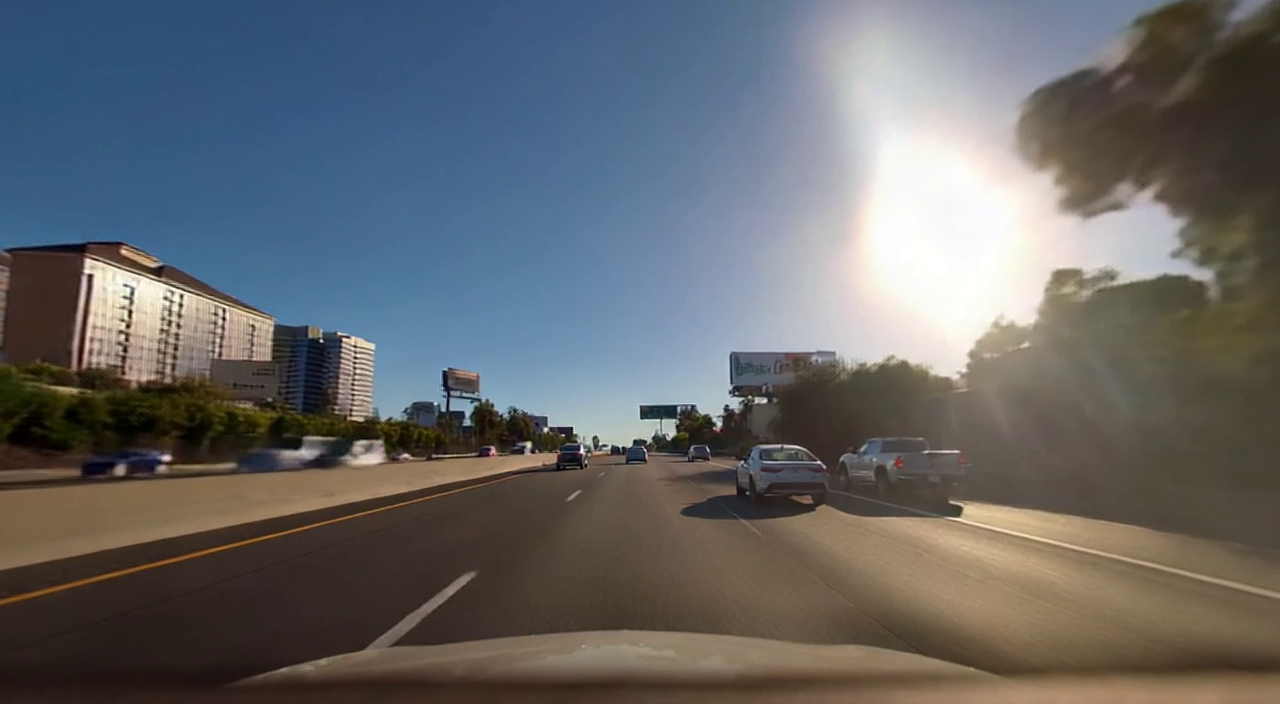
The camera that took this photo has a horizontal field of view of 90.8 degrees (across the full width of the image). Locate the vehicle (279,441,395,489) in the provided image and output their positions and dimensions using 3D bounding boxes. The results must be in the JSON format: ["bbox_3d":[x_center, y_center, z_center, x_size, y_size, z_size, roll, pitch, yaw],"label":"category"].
[{"bbox_3d":[-10.874,4.074,23.100,2.064,1.539,4.399,0,-9,0],"label":"vehicle"}]

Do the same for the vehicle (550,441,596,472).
[{"bbox_3d":[-3.957,6.290,38.292,2.256,1.756,4.745,0,-9,0],"label":"vehicle"}]

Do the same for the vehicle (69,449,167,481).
[{"bbox_3d":[-31.775,6.860,38.685,1.957,1.790,4.792,0,-9,-2],"label":"vehicle"}]

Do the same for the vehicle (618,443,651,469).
[{"bbox_3d":[-0.379,7.163,43.786,2.191,1.685,4.015,0,-9,0],"label":"vehicle"}]

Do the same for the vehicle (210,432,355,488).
[{"bbox_3d":[-14.585,4.456,26.390,2.503,2.021,6.039,0,-9,0],"label":"vehicle"}]

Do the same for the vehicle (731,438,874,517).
[{"bbox_3d":[3.445,2.764,14.440,1.987,1.509,4.512,0,-9,-1],"label":"vehicle"}]

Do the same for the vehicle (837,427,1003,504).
[{"bbox_3d":[7.336,3.035,17.265,2.176,1.793,4.841,0,-9,-2],"label":"vehicle"}]
